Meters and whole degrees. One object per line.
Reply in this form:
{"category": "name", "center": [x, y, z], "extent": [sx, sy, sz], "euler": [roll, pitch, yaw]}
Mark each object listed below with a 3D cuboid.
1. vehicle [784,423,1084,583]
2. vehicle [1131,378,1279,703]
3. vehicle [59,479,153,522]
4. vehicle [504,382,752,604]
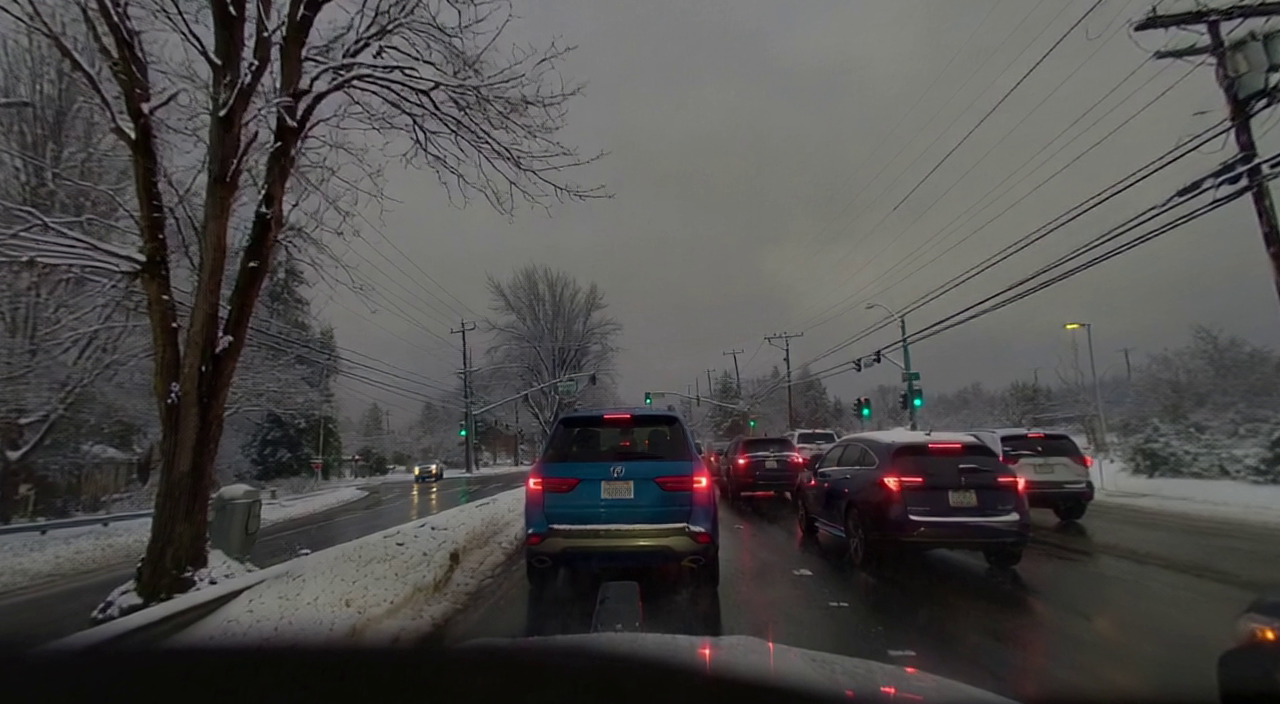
{"category": "vehicle", "center": [3.457, 1.844, 8.584], "extent": [1.880, 1.579, 4.401], "euler": [0, -9, -1]}
{"category": "vehicle", "center": [3.275, 0.628, 0.756], "extent": [1.889, 1.517, 4.308], "euler": [0, -9, 0]}
{"category": "vehicle", "center": [-26.341, 7.328, 31.151], "extent": [4.526, 1.715, 1.989], "euler": [-11, -13, 29]}
{"category": "vehicle", "center": [-0.142, 1.585, 7.922], "extent": [2.231, 1.998, 4.254], "euler": [0, -9, -1]}
